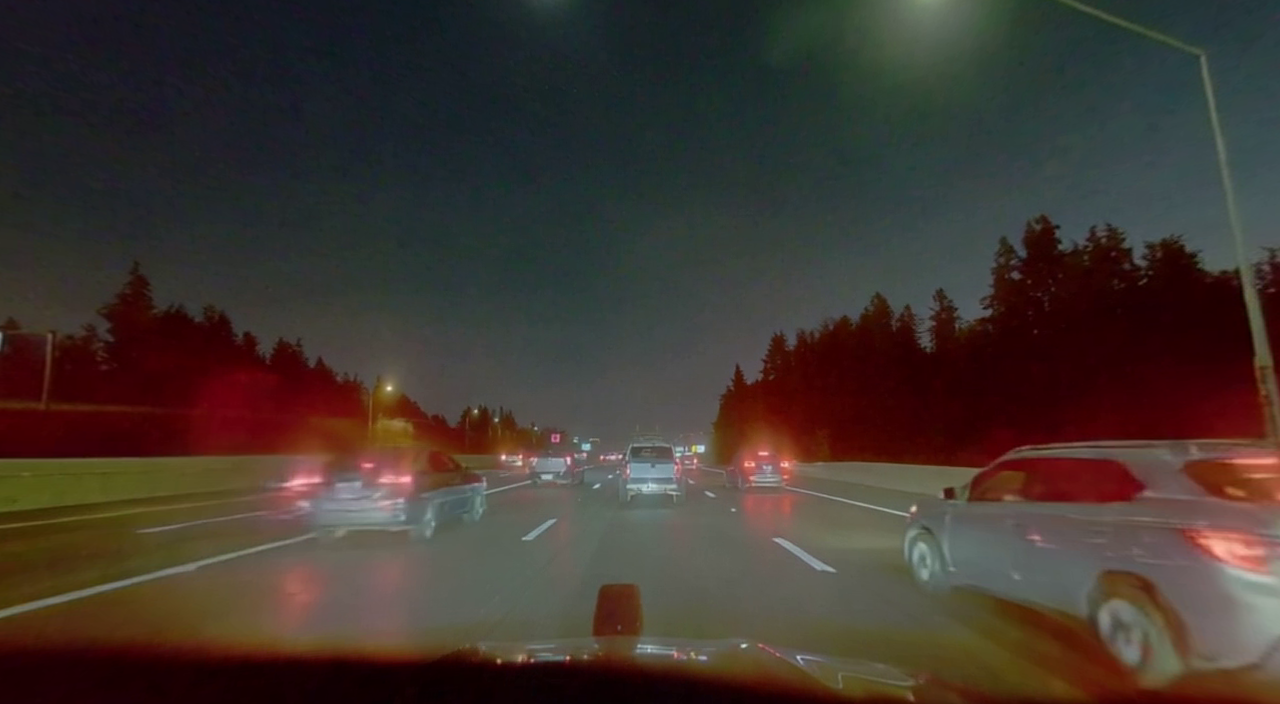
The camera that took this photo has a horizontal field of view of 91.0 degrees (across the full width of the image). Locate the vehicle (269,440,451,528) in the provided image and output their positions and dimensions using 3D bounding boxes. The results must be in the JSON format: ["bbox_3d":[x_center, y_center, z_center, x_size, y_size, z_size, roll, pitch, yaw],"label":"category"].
[{"bbox_3d":[-5.782,2.750,13.707,2.014,1.587,4.265,0,-9,-1],"label":"vehicle"}]

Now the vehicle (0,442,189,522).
[{"bbox_3d":[-13.965,3.113,15.664,2.094,1.662,4.486,0,-9,1],"label":"vehicle"}]

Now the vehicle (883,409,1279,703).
[{"bbox_3d":[3.573,1.294,4.549,2.044,1.523,3.947,0,-9,0],"label":"vehicle"}]

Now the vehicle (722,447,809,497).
[{"bbox_3d":[4.210,4.086,21.914,2.002,1.499,4.710,0,-9,-1],"label":"vehicle"}]

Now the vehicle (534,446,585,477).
[{"bbox_3d":[-4.792,6.599,38.244,2.182,1.743,5.144,-1,-9,3],"label":"vehicle"}]

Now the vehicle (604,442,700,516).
[{"bbox_3d":[0.255,3.004,15.372,2.044,1.554,3.824,0,-9,0],"label":"vehicle"}]

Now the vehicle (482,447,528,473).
[{"bbox_3d":[-9.924,7.977,46.780,2.213,1.824,4.990,0,-9,1],"label":"vehicle"}]
